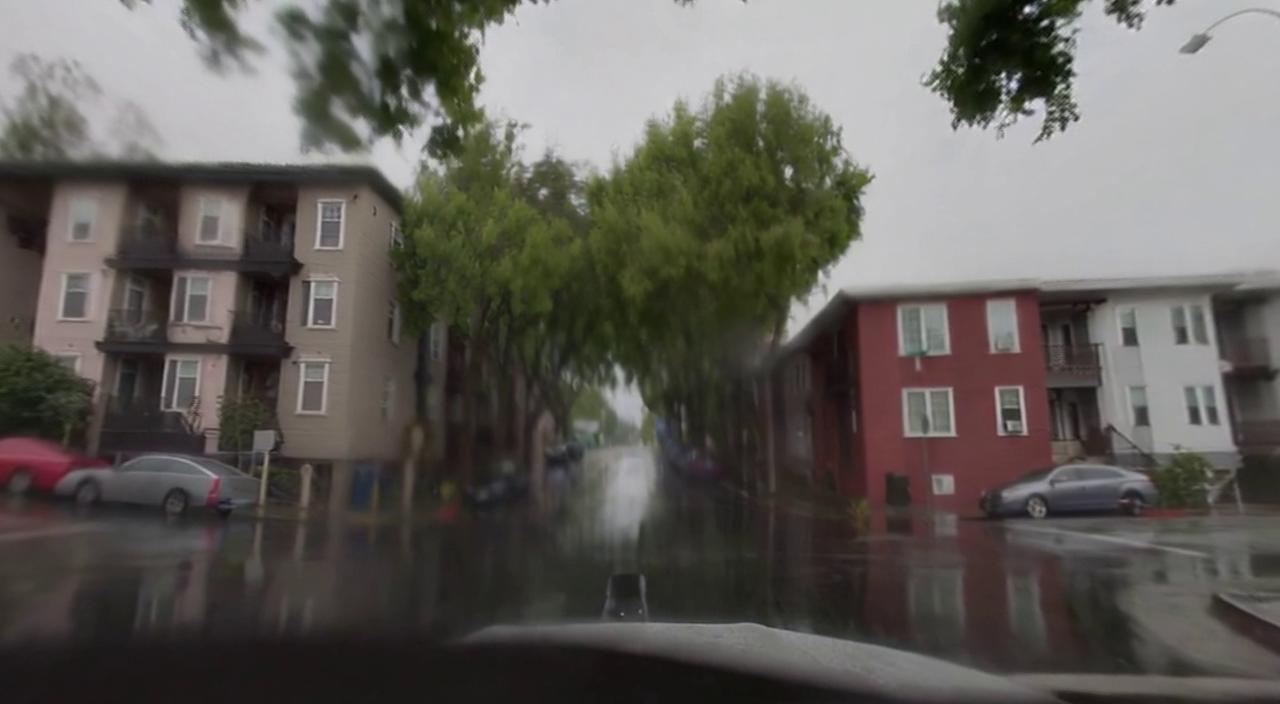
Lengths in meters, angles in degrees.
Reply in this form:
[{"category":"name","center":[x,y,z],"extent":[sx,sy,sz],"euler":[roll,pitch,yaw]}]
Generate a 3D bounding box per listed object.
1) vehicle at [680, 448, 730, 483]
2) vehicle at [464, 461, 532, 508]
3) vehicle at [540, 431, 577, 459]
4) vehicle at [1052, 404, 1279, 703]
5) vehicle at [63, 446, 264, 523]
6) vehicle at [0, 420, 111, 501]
[{"category":"vehicle","center":[3.421,6.061,34.184],"extent":[2.051,1.526,4.673],"euler":[0,-6,-2]},{"category":"vehicle","center":[-5.859,5.500,26.571],"extent":[1.987,1.662,4.141],"euler":[-2,-9,-1]},{"category":"vehicle","center":[-6.166,7.058,48.256],"extent":[2.101,1.732,4.119],"euler":[-3,-5,3]},{"category":"vehicle","center":[3.352,0.769,0.919],"extent":[2.064,1.548,5.186],"euler":[0,-8,1]},{"category":"vehicle","center":[-13.982,3.925,18.743],"extent":[4.243,1.676,1.844],"euler":[6,-12,1]},{"category":"vehicle","center":[-19.131,3.081,18.802],"extent":[4.665,1.866,2.002],"euler":[9,-9,-1]}]
